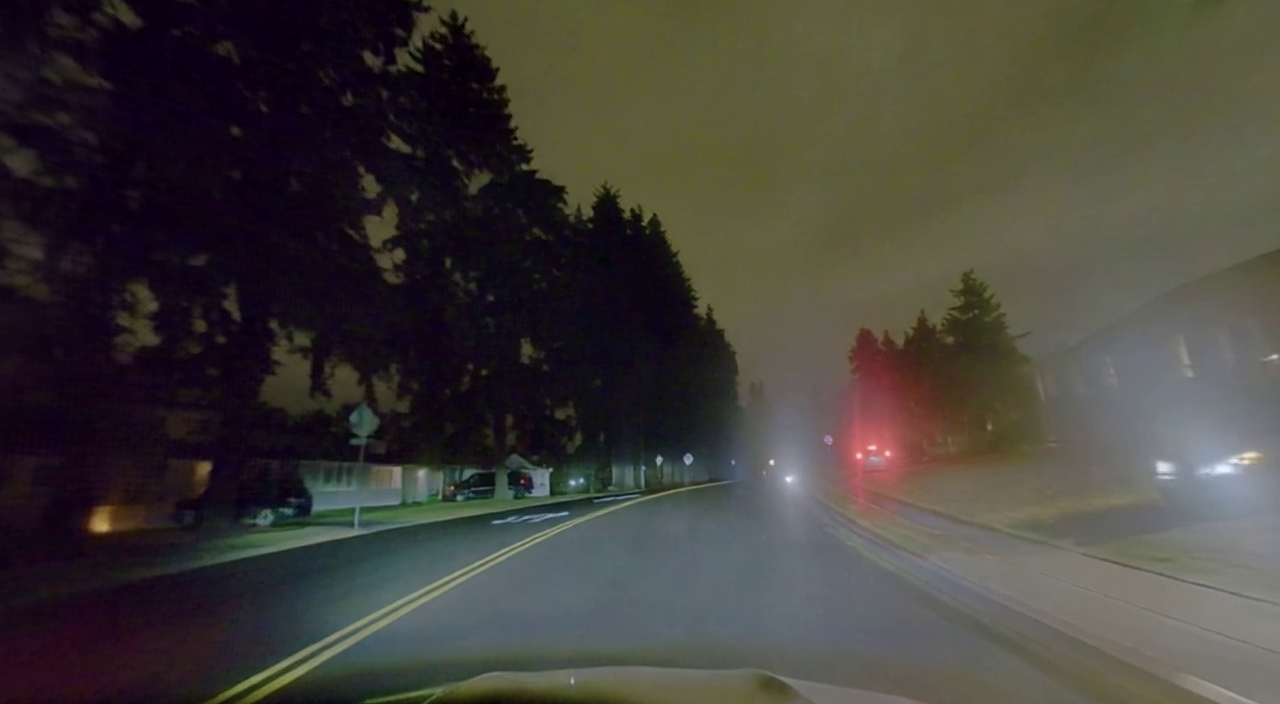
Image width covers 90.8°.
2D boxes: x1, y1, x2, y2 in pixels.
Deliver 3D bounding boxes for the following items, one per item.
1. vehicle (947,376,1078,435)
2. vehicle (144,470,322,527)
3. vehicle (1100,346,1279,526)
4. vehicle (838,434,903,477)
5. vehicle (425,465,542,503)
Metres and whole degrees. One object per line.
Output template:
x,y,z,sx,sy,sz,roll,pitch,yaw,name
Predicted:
16.953,2.428,28.946,4.539,2.010,2.163,-7,0,5,vehicle
-12.422,4.470,19.520,4.175,1.492,1.845,-1,-9,-3,vehicle
9.045,0.991,7.973,4.740,1.638,2.018,-3,-24,-6,vehicle
10.863,4.907,30.150,2.163,1.885,4.804,-2,-9,12,vehicle
-8.334,7.135,34.067,5.643,1.759,2.110,-1,-19,5,vehicle
